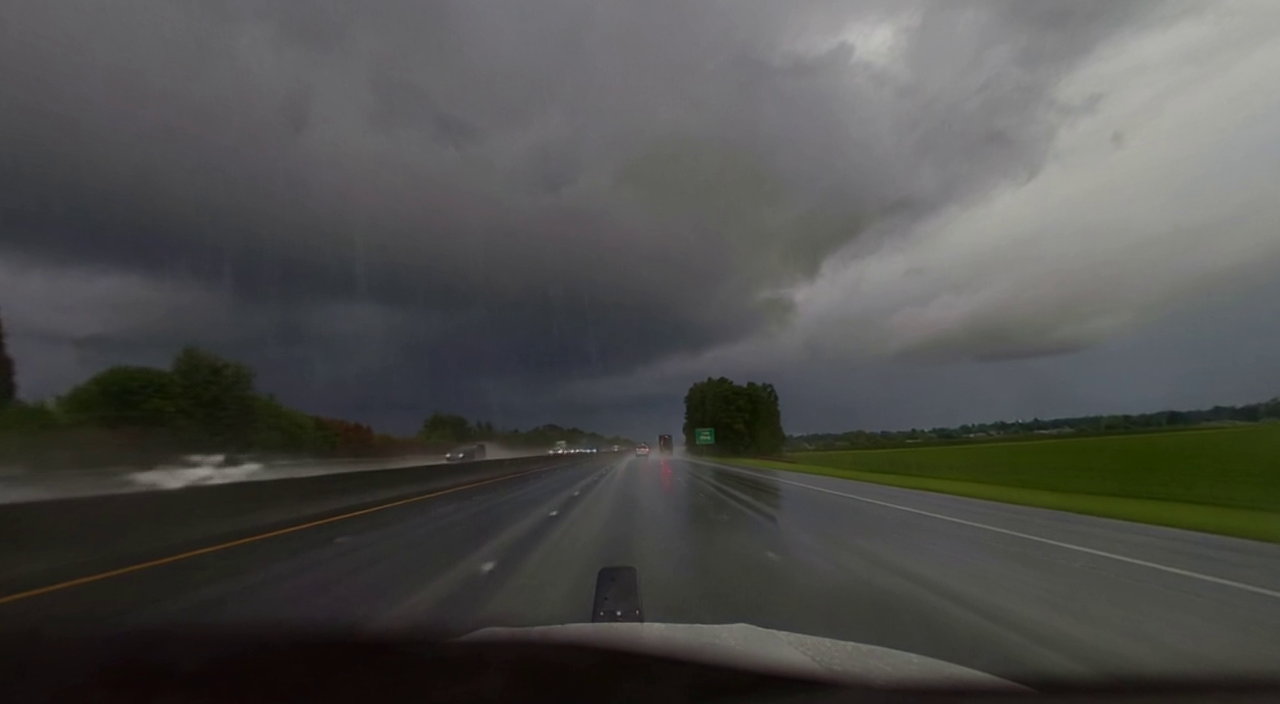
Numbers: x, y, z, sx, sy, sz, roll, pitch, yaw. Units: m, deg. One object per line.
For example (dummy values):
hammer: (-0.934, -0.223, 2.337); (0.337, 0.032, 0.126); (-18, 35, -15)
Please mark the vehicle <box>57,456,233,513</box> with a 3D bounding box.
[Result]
vehicle: (-15.276, 4.077, 19.806); (1.908, 1.500, 4.475); (-1, -9, 0)
